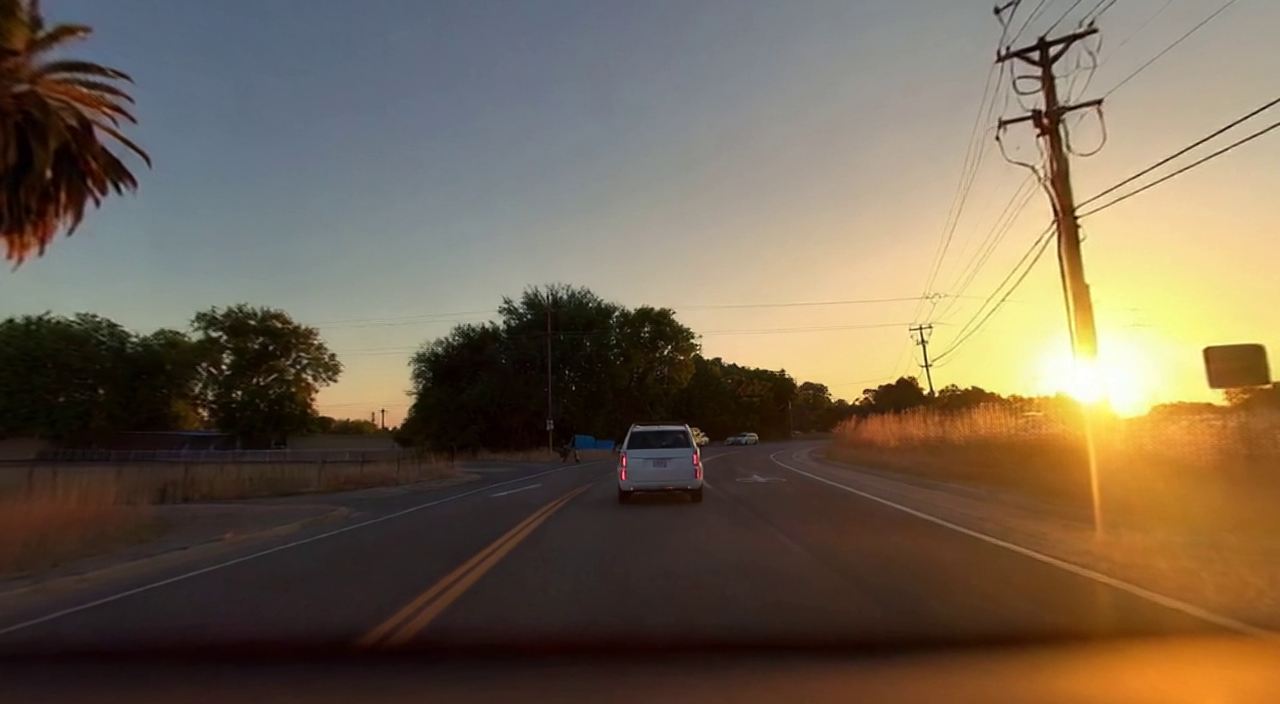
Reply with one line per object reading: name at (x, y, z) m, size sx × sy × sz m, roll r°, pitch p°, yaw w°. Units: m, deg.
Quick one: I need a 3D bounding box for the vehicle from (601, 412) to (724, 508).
vehicle at (0.472, 2.433, 14.586) m, size 2.364 × 1.859 × 4.538 m, roll 0°, pitch -8°, yaw 1°
